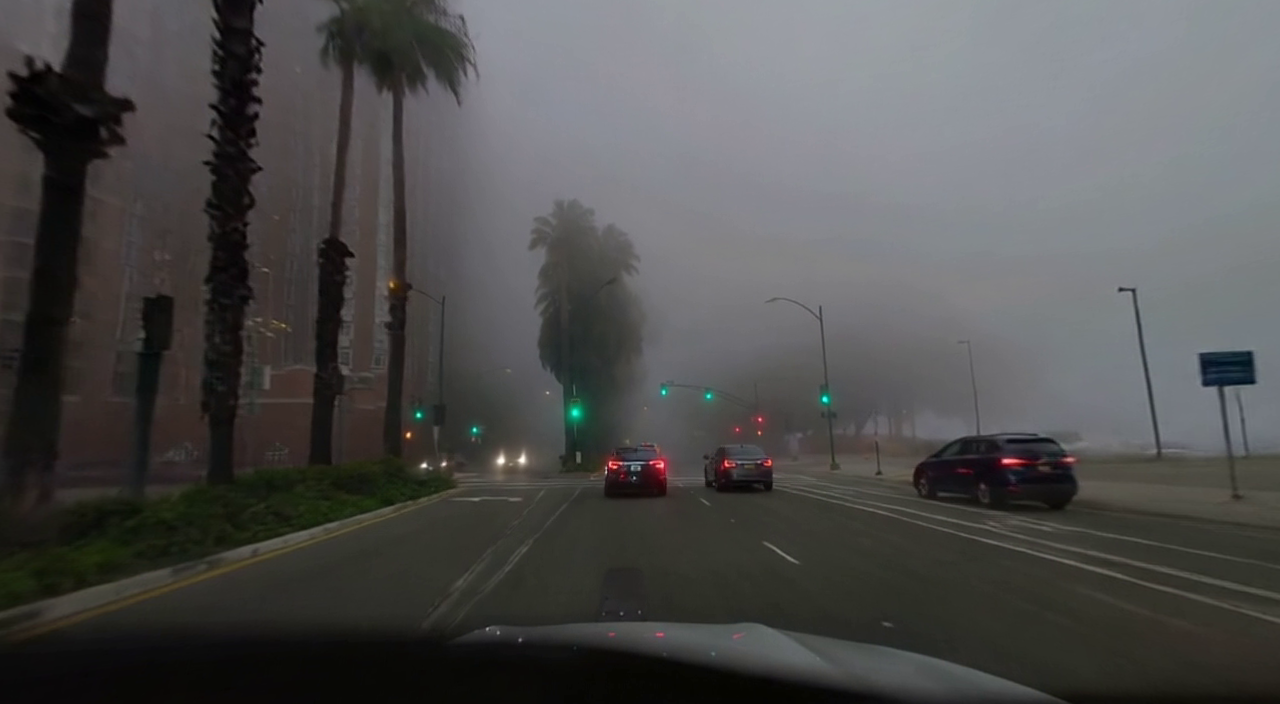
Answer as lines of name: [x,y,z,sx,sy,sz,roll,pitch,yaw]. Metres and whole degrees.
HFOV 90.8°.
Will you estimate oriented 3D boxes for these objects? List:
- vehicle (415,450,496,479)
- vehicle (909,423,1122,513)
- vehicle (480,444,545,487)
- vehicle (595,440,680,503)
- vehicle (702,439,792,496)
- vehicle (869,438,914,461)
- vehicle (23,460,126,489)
vehicle: [-10.218,6.161,34.843,4.641,1.502,1.882,-7,-11,38]
vehicle: [8.124,2.560,14.327,2.000,1.685,4.487,0,-9,-1]
vehicle: [-4.903,4.420,24.896,1.977,1.501,4.435,0,-9,-5]
vehicle: [-0.115,3.201,17.293,2.048,1.503,3.681,0,-9,-2]
vehicle: [3.072,3.397,18.830,1.909,1.500,3.524,0,-9,-2]
vehicle: [19.695,7.680,49.654,1.959,1.674,4.706,-1,-9,5]
vehicle: [-39.831,8.567,44.539,5.791,1.900,2.283,-2,-9,12]
